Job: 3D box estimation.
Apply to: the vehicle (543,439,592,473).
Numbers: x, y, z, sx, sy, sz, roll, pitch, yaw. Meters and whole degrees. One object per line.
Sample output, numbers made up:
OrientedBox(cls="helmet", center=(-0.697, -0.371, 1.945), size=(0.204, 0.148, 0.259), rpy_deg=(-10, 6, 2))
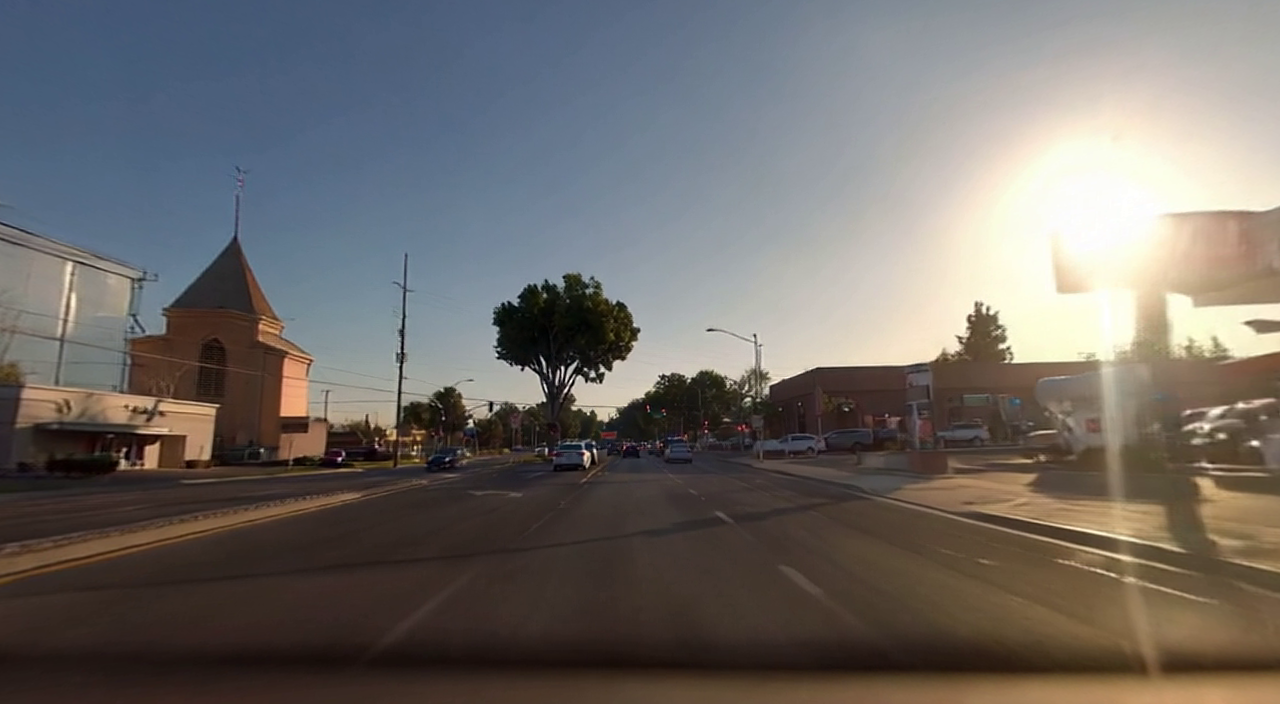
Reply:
OrientedBox(cls="vehicle", center=(-3.790, 5.541, 33.894), size=(2.040, 1.661, 4.573), rpy_deg=(0, -9, 0))
